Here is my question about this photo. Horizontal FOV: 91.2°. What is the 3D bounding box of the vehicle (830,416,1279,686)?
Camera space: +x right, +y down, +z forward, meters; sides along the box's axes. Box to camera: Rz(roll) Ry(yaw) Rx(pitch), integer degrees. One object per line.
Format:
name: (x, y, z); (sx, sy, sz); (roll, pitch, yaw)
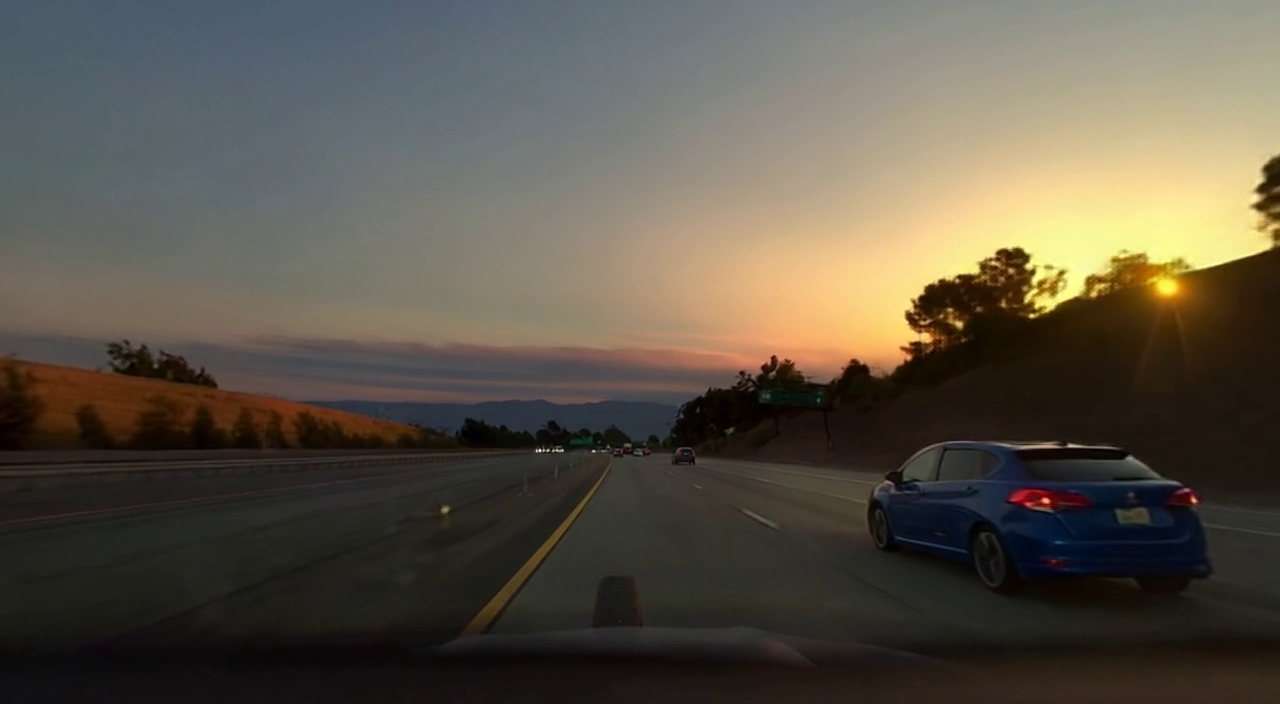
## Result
vehicle: (3.518, 1.538, 6.008); (2.002, 1.604, 4.265); (0, -9, -1)
